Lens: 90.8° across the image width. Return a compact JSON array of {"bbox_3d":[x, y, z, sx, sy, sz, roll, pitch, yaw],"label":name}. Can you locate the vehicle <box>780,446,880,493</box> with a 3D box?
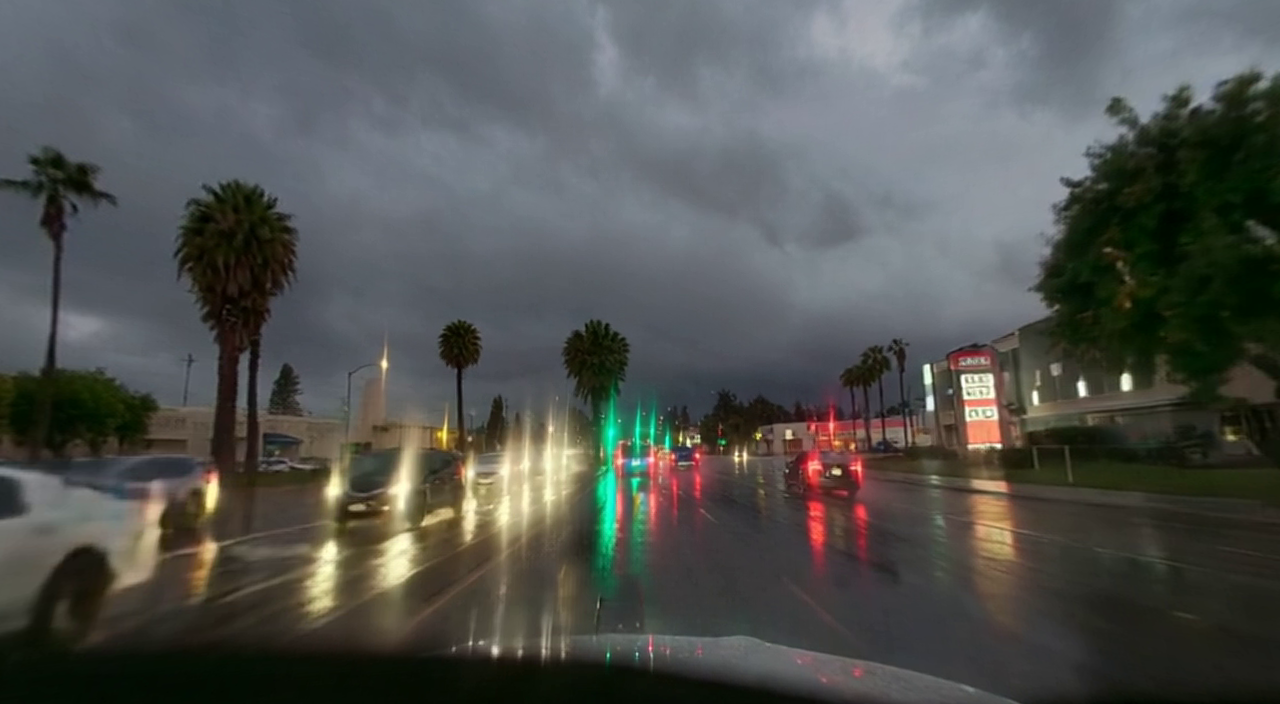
[{"bbox_3d":[6.383,3.974,21.802,1.944,1.447,4.309,0,-8,-2],"label":"vehicle"}]

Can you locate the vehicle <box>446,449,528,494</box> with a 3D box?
[{"bbox_3d":[-5.638,4.422,23.829,2.017,1.463,4.384,0,-8,0],"label":"vehicle"}]

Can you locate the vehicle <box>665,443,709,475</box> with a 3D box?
[{"bbox_3d":[2.700,6.270,37.330,2.112,1.710,4.234,0,-8,-1],"label":"vehicle"}]

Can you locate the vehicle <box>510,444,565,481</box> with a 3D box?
[{"bbox_3d":[-5.224,5.689,32.817,2.160,1.769,4.494,0,-8,-1],"label":"vehicle"}]

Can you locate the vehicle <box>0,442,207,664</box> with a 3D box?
[{"bbox_3d":[-5.229,1.293,3.903,2.030,1.441,4.324,0,-8,0],"label":"vehicle"}]

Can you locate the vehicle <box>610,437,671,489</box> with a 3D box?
[{"bbox_3d":[-0.032,4.220,24.286,2.151,1.787,4.109,0,-8,-1],"label":"vehicle"}]

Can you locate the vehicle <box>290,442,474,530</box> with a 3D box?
[{"bbox_3d":[-5.132,2.693,13.320,2.036,1.541,4.107,-1,-8,2],"label":"vehicle"}]
